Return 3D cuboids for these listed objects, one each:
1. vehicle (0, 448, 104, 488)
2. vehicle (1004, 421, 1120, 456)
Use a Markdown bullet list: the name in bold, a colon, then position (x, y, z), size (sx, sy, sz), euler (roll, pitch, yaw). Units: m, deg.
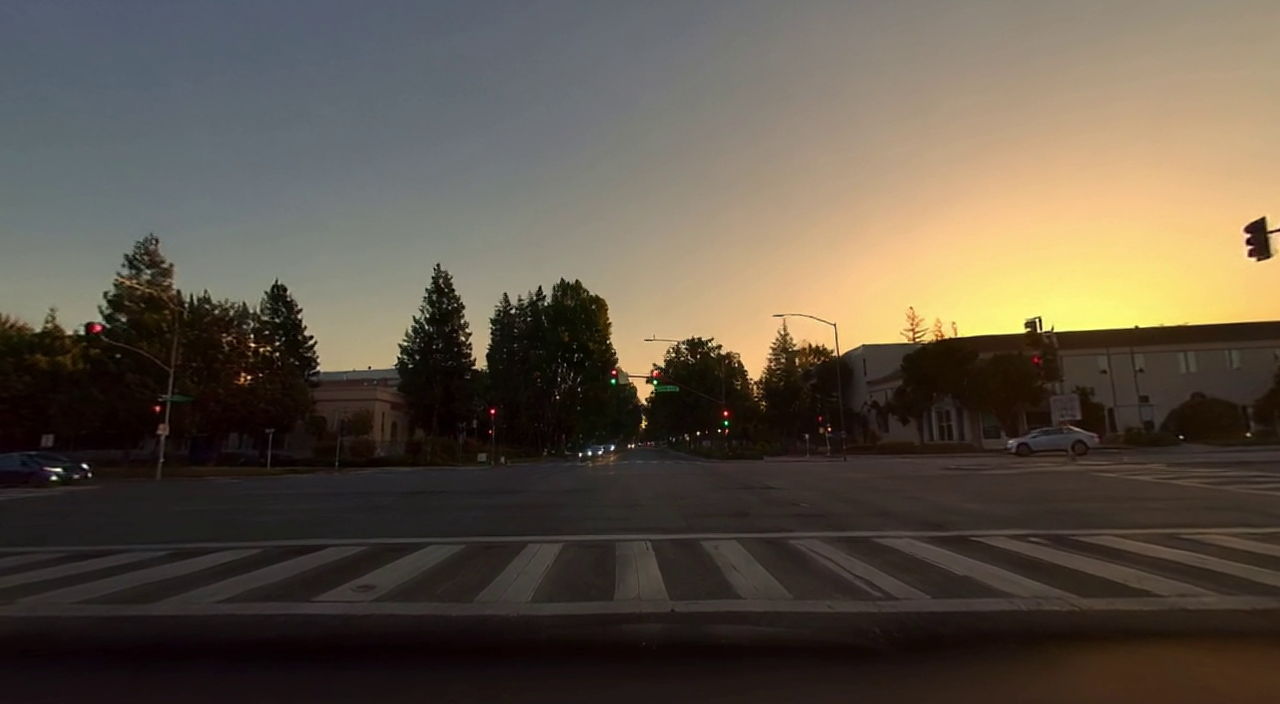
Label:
- **vehicle**: position (-25.227, 4.766, 26.085), size (4.332, 1.573, 1.900), euler (0, -8, 3)
- **vehicle**: position (21.516, 4.433, 32.261), size (4.483, 1.691, 1.949), euler (0, -8, 1)
